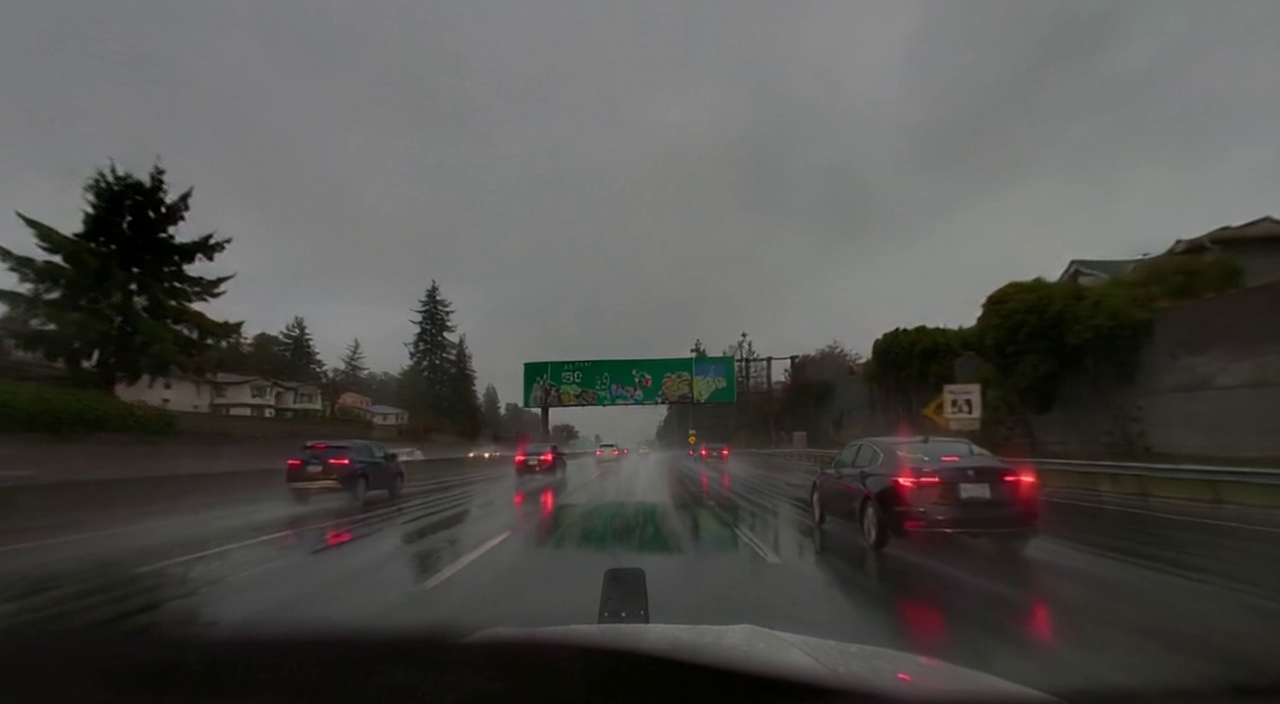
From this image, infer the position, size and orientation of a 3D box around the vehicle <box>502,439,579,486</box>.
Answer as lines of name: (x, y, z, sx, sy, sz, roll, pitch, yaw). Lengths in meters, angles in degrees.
vehicle: (-3.630, 4.119, 23.882, 2.136, 1.571, 4.285, 0, -8, 1)

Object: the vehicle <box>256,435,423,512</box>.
vehicle: (-7.329, 2.977, 15.984, 2.057, 1.681, 4.277, 0, -8, 1)

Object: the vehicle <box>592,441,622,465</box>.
vehicle: (-2.572, 7.989, 49.980, 2.183, 1.764, 4.134, 0, -8, -1)

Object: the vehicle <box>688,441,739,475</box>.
vehicle: (3.346, 4.896, 29.309, 1.854, 1.438, 3.954, 0, -8, 0)

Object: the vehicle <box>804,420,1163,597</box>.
vehicle: (3.539, 1.672, 7.657, 1.912, 1.509, 4.291, 0, -8, 0)
